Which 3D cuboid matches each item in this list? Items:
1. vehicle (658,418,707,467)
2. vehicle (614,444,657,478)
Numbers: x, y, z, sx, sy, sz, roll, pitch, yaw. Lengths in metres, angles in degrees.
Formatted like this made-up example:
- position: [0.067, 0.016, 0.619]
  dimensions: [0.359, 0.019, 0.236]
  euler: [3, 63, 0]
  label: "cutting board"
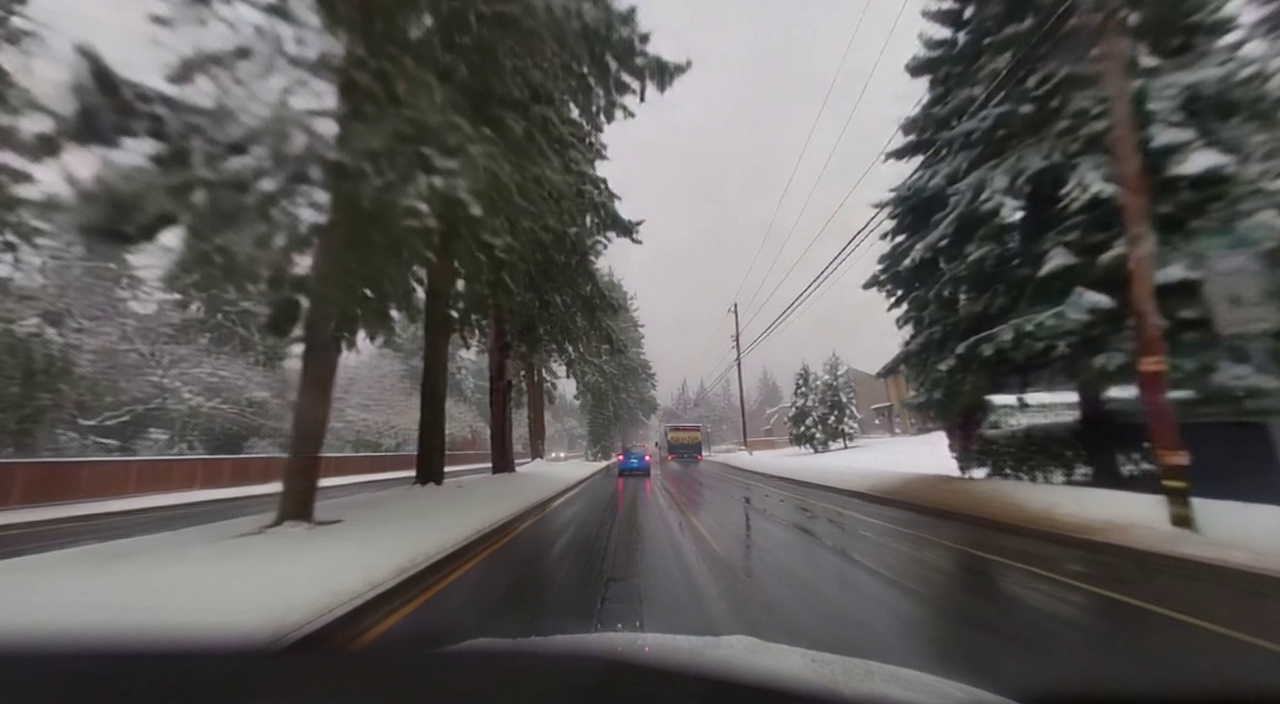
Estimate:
- position: [3.022, 7.039, 48.894]
  dimensions: [2.789, 3.285, 12.428]
  euler: [0, -8, -1]
  label: "vehicle"
- position: [-0.197, 5.346, 31.267]
  dimensions: [2.018, 1.511, 3.993]
  euler: [0, -8, 0]
  label: "vehicle"
